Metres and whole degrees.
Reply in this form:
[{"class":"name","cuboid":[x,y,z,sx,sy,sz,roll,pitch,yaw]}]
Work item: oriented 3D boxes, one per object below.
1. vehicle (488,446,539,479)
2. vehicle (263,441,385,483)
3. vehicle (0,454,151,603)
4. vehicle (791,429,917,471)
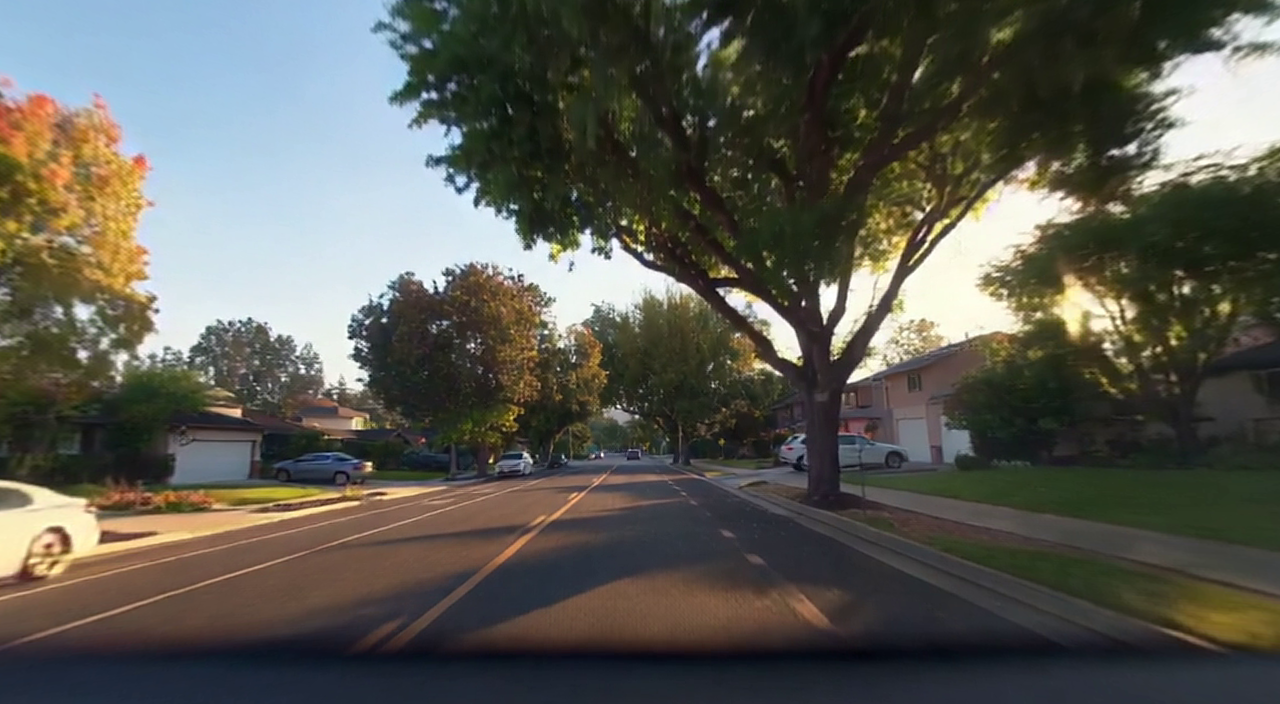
[{"class":"vehicle","cuboid":[-7.861,6.887,39.752,2.122,1.739,4.770,-5,-8,0]},{"class":"vehicle","cuboid":[-14.648,5.115,29.438,4.602,1.847,1.976,-1,-9,4]},{"class":"vehicle","cuboid":[-7.529,1.839,6.131,1.973,1.500,4.781,-5,-9,-3]},{"class":"vehicle","cuboid":[8.934,4.128,26.648,4.535,1.697,1.968,0,-9,-1]}]
